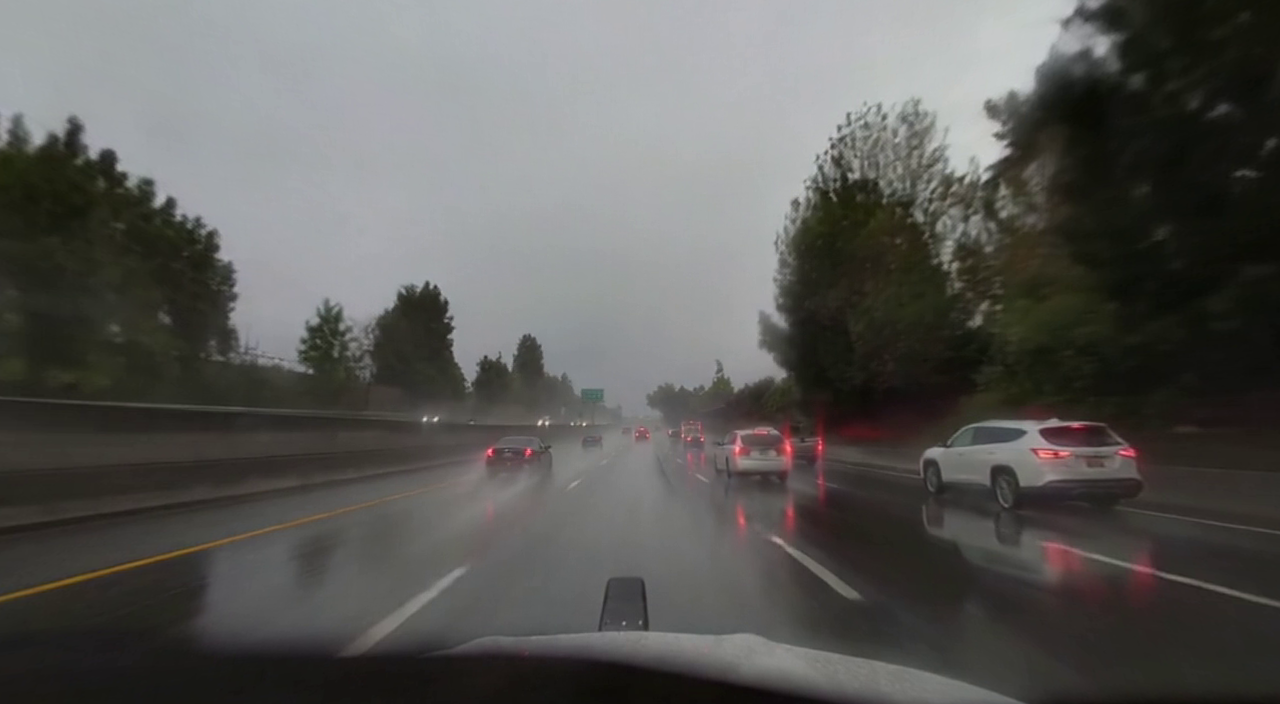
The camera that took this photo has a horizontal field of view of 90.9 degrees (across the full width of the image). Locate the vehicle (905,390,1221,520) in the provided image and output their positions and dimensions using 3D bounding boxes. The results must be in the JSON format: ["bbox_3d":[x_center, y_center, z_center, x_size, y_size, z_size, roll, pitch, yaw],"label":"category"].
[{"bbox_3d":[7.618,1.958,12.458,2.291,1.968,5.662,0,-8,0],"label":"vehicle"}]

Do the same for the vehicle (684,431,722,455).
[{"bbox_3d":[4.036,5.921,40.926,1.953,1.480,4.053,0,-8,-1],"label":"vehicle"}]

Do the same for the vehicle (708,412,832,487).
[{"bbox_3d":[3.690,2.949,19.293,2.517,1.935,5.552,0,-8,-1],"label":"vehicle"}]

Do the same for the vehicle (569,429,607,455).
[{"bbox_3d":[-3.361,5.877,41.240,2.020,1.628,4.248,0,-8,1],"label":"vehicle"}]

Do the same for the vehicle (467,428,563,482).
[{"bbox_3d":[-3.646,3.082,19.171,1.978,1.473,4.073,0,-8,1],"label":"vehicle"}]
